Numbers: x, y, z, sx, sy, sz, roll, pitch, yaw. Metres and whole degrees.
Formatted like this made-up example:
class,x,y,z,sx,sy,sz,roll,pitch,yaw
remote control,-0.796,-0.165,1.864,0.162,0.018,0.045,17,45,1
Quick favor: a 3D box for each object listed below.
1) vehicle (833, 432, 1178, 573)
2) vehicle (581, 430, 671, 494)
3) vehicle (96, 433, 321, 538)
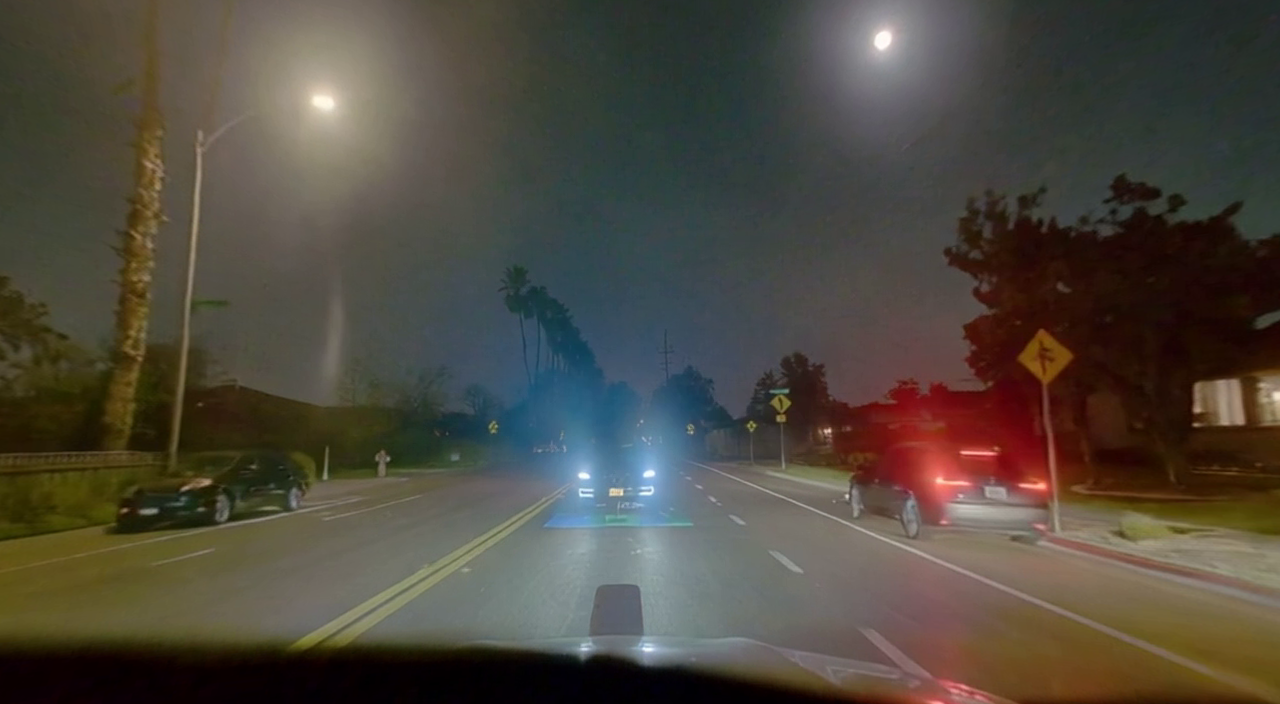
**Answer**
class,x,y,z,sx,sy,sz,roll,pitch,yaw
vehicle,4.773,2.030,9.512,2.013,1.501,5.235,0,-9,-1
vehicle,-0.381,2.888,16.853,2.098,1.483,4.099,0,-9,-2
vehicle,-8.688,2.631,13.287,1.945,1.666,4.107,-3,-6,-1
